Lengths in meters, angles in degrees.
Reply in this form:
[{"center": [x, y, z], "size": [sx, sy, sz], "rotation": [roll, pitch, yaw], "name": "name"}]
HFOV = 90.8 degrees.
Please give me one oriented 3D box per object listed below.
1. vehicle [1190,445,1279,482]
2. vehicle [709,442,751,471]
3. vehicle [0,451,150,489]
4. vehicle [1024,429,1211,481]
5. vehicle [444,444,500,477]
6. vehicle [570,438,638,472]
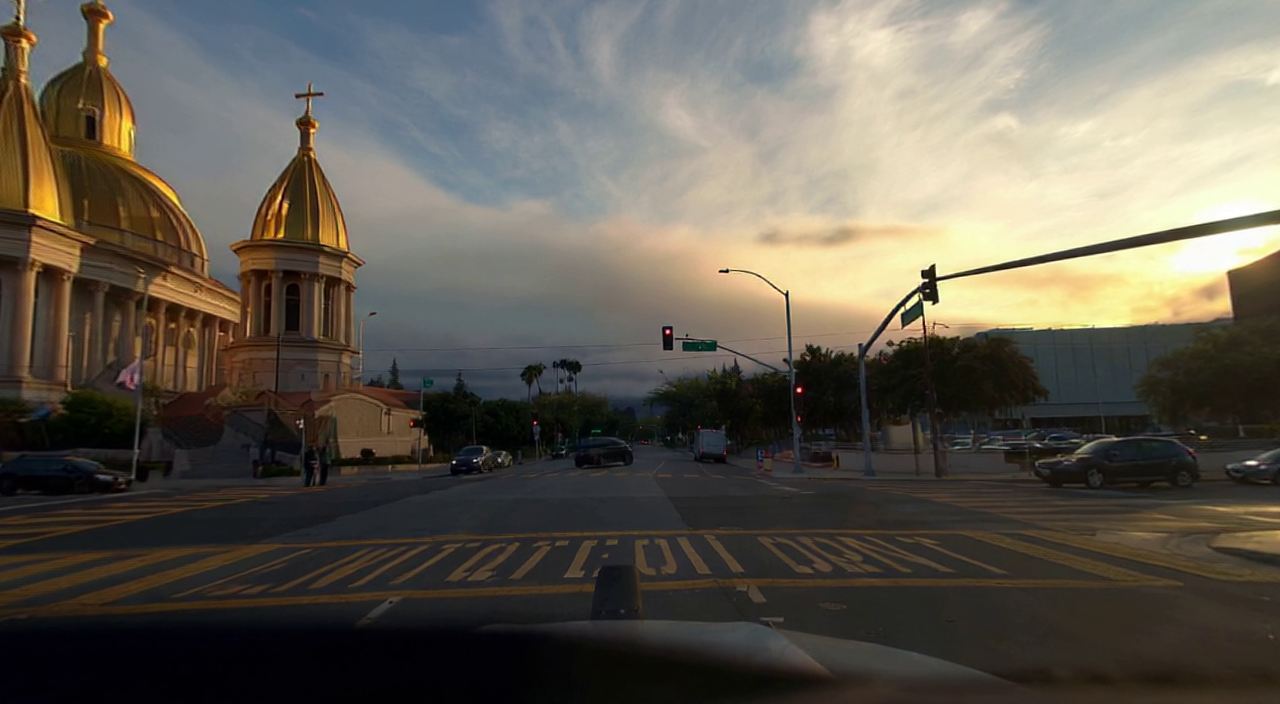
[{"center": [26.389, 4.680, 26.676], "size": [4.561, 1.475, 1.850], "rotation": [0, -8, 0], "name": "vehicle"}, {"center": [5.835, 6.851, 41.509], "size": [1.969, 1.776, 4.329], "rotation": [0, -8, -2], "name": "vehicle"}, {"center": [-23.348, 4.864, 26.220], "size": [4.479, 1.476, 1.873], "rotation": [0, -8, 1], "name": "vehicle"}, {"center": [19.888, 4.305, 26.568], "size": [5.852, 2.057, 2.361], "rotation": [0, -8, 0], "name": "vehicle"}, {"center": [-10.227, 6.613, 38.945], "size": [2.076, 1.876, 4.669], "rotation": [0, -8, 1], "name": "vehicle"}, {"center": [-1.840, 5.513, 34.016], "size": [2.051, 1.724, 4.567], "rotation": [-3, -9, 19], "name": "vehicle"}]
